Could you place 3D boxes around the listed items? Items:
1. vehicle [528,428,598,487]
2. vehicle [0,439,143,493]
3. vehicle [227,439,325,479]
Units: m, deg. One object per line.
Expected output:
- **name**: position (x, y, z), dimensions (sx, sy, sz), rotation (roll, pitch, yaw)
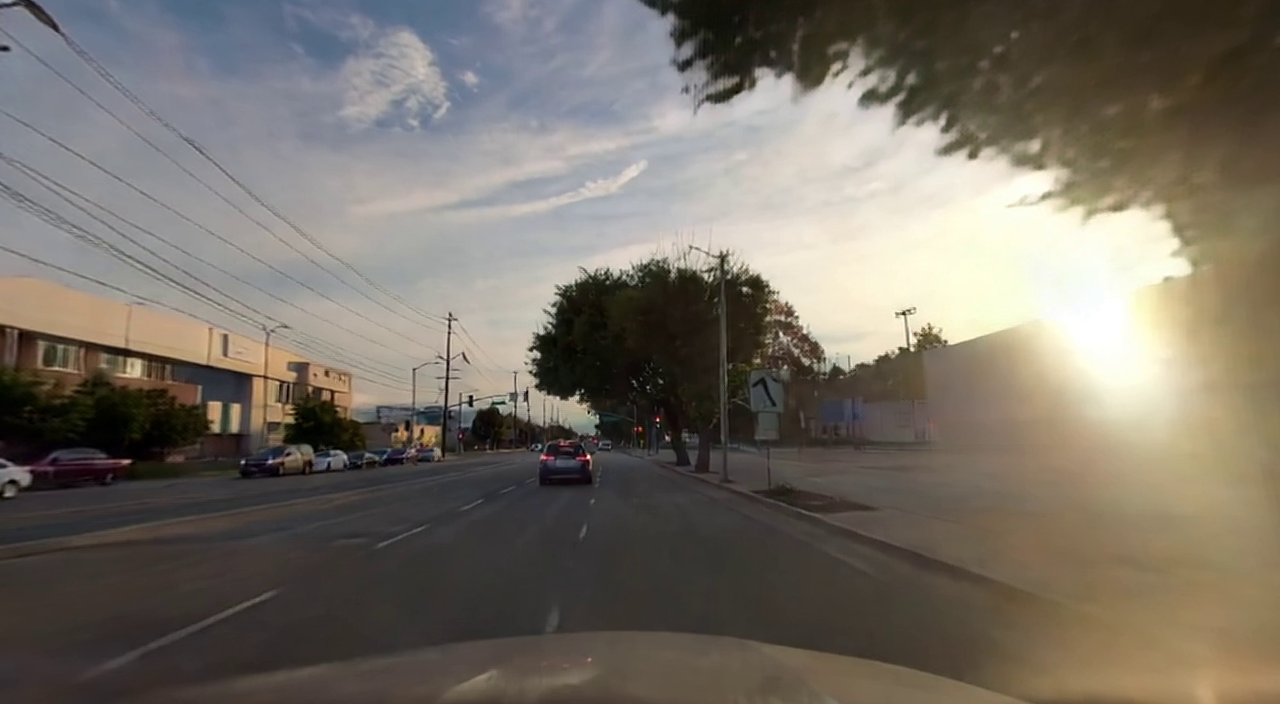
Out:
- **vehicle**: position (-2.450, 3.481, 21.079), dimensions (2.022, 1.757, 4.041), rotation (0, -8, -3)
- **vehicle**: position (-27.091, 5.302, 29.399), dimensions (5.928, 2.096, 2.250), rotation (-3, -7, -3)
- **vehicle**: position (-21.630, 6.381, 37.963), dimensions (2.369, 2.159, 6.388), rotation (0, -8, -3)
